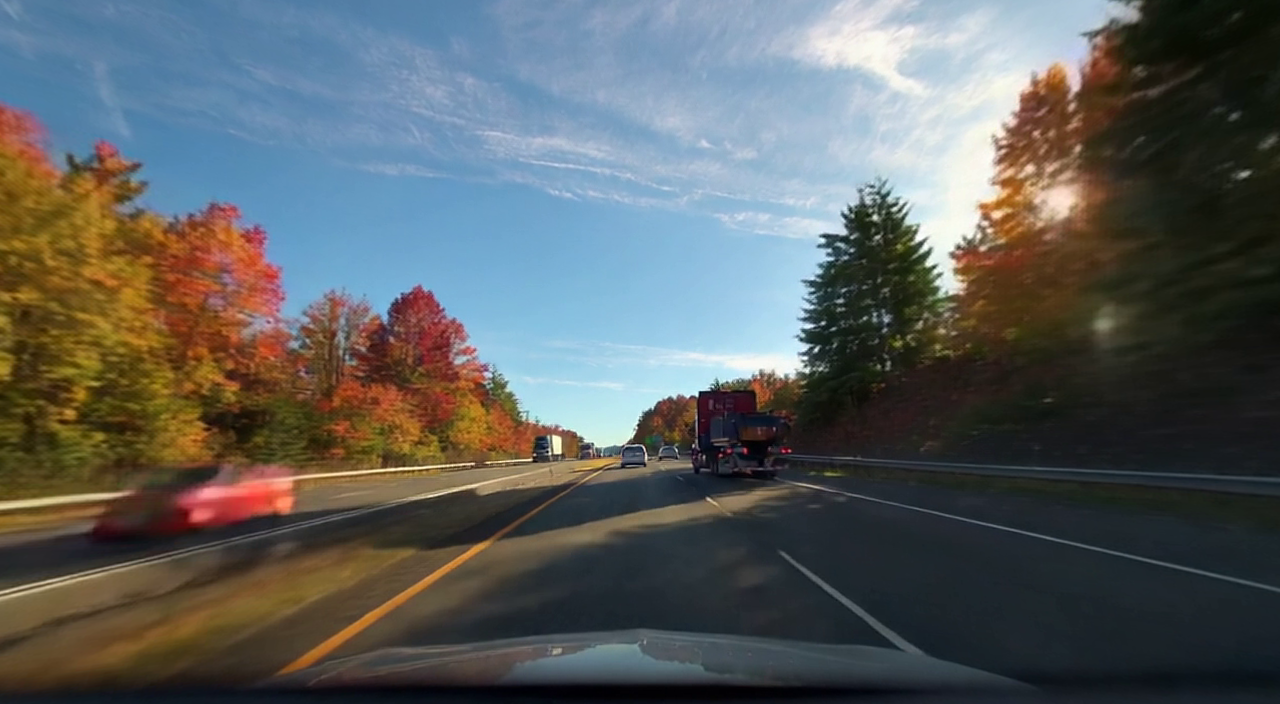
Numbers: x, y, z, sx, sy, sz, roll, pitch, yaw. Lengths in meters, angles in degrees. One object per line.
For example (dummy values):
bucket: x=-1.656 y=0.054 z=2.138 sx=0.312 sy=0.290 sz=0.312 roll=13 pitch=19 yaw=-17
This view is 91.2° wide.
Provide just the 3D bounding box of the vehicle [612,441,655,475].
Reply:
vehicle: x=-0.364 y=5.722 z=34.062 sx=2.151 sy=1.693 sz=4.201 roll=0 pitch=-9 yaw=-1

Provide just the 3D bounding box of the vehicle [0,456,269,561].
vehicle: x=-9.096 y=2.732 z=11.618 sx=1.994 sy=1.505 sz=4.005 roll=0 pitch=-9 yaw=-1

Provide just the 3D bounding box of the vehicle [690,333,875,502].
vehicle: x=3.965 y=2.592 z=22.013 sx=3.068 sy=4.042 sz=13.787 roll=0 pitch=-9 yaw=-1
